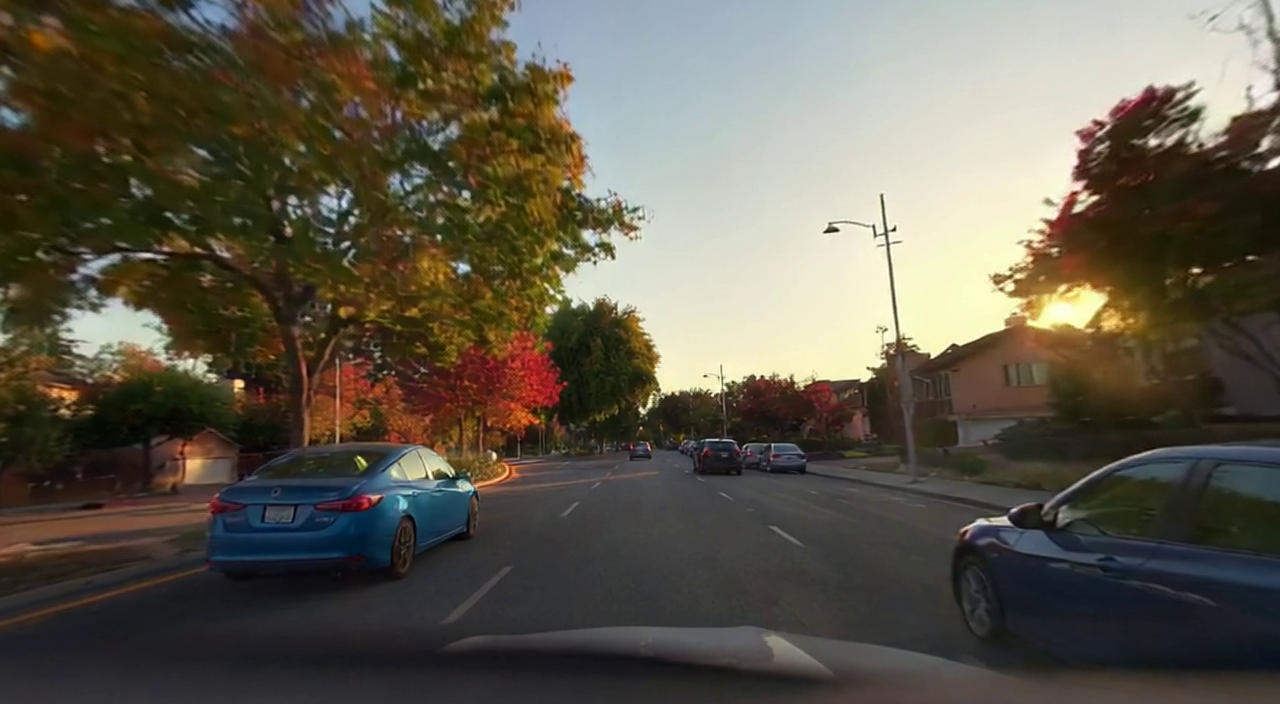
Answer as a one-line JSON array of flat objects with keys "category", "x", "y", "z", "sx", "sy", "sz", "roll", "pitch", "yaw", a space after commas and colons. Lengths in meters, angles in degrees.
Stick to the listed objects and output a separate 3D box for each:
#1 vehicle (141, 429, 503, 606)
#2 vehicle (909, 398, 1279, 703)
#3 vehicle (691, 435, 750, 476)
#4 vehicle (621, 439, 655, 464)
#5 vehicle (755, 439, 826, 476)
[{"category": "vehicle", "x": -3.205, "y": 1.736, "z": 7.664, "sx": 1.997, "sy": 1.479, "sz": 4.547, "roll": 0, "pitch": -8, "yaw": 1}, {"category": "vehicle", "x": 3.206, "y": 0.990, "z": 2.757, "sx": 2.060, "sy": 1.474, "sz": 4.475, "roll": 0, "pitch": -8, "yaw": 0}, {"category": "vehicle", "x": 3.575, "y": 4.682, "z": 28.706, "sx": 2.019, "sy": 1.675, "sz": 4.488, "roll": 0, "pitch": -8, "yaw": -1}, {"category": "vehicle", "x": -0.144, "y": 7.052, "z": 44.834, "sx": 2.293, "sy": 1.662, "sz": 4.262, "roll": 0, "pitch": -8, "yaw": 0}, {"category": "vehicle", "x": 7.103, "y": 5.023, "z": 30.195, "sx": 2.114, "sy": 1.628, "sz": 4.932, "roll": 0, "pitch": -8, "yaw": -1}]
